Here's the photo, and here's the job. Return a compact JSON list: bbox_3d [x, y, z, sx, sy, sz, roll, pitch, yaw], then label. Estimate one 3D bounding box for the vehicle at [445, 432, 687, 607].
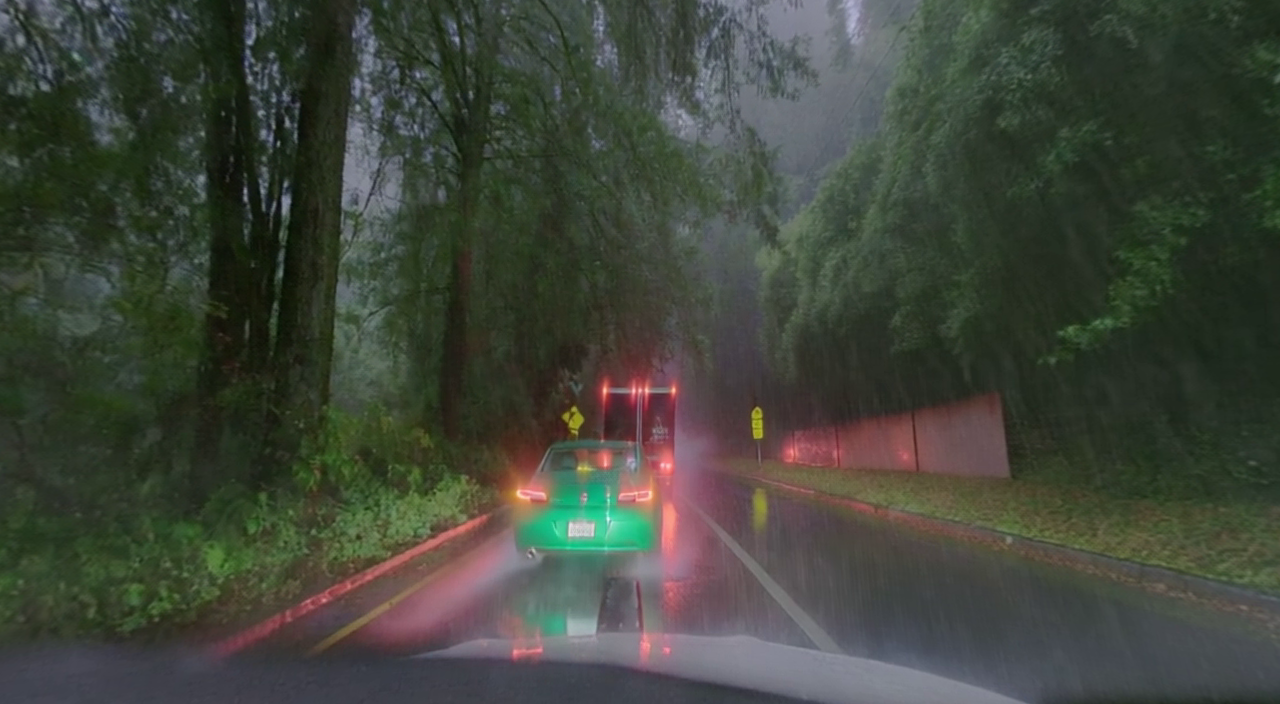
[{"bbox_3d":[-0.629,1.752,7.523,2.076,1.490,4.078,0,-9,0],"label":"vehicle"}]
